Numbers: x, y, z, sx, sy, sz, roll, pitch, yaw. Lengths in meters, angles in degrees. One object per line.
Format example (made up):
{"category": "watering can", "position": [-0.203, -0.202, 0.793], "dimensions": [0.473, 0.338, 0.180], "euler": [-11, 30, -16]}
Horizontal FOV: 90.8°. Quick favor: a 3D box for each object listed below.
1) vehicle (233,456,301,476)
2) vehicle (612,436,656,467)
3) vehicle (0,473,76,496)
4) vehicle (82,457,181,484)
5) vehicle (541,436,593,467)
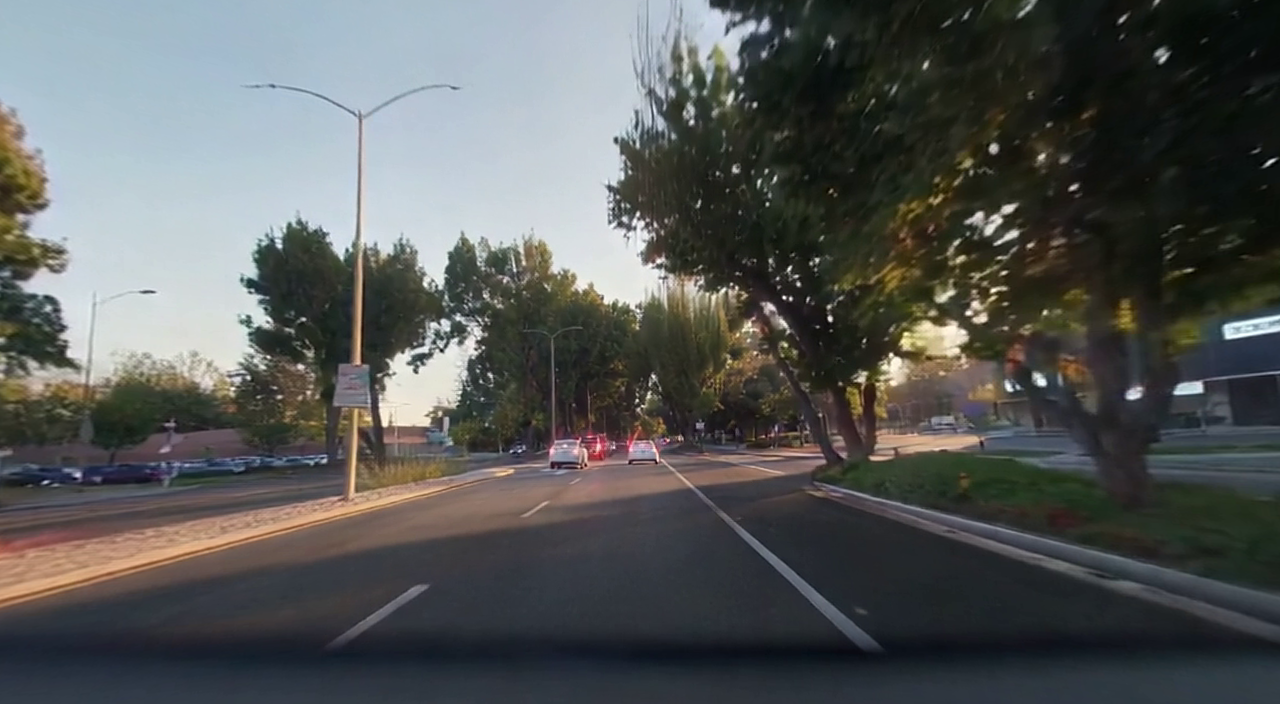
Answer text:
{"category": "vehicle", "position": [-29.292, 8.936, 49.635], "dimensions": [4.193, 1.435, 1.770], "euler": [0, -8, 0]}
{"category": "vehicle", "position": [-0.314, 5.093, 32.496], "dimensions": [2.126, 1.475, 3.967], "euler": [0, -8, -1]}
{"category": "vehicle", "position": [-41.517, 9.050, 43.129], "dimensions": [3.923, 1.400, 2.091], "euler": [0, -8, -2]}
{"category": "vehicle", "position": [-28.772, 6.700, 35.827], "dimensions": [3.942, 1.471, 1.859], "euler": [0, -8, -1]}
{"category": "vehicle", "position": [-3.685, 5.138, 32.687], "dimensions": [2.139, 1.487, 4.453], "euler": [0, -8, 0]}
